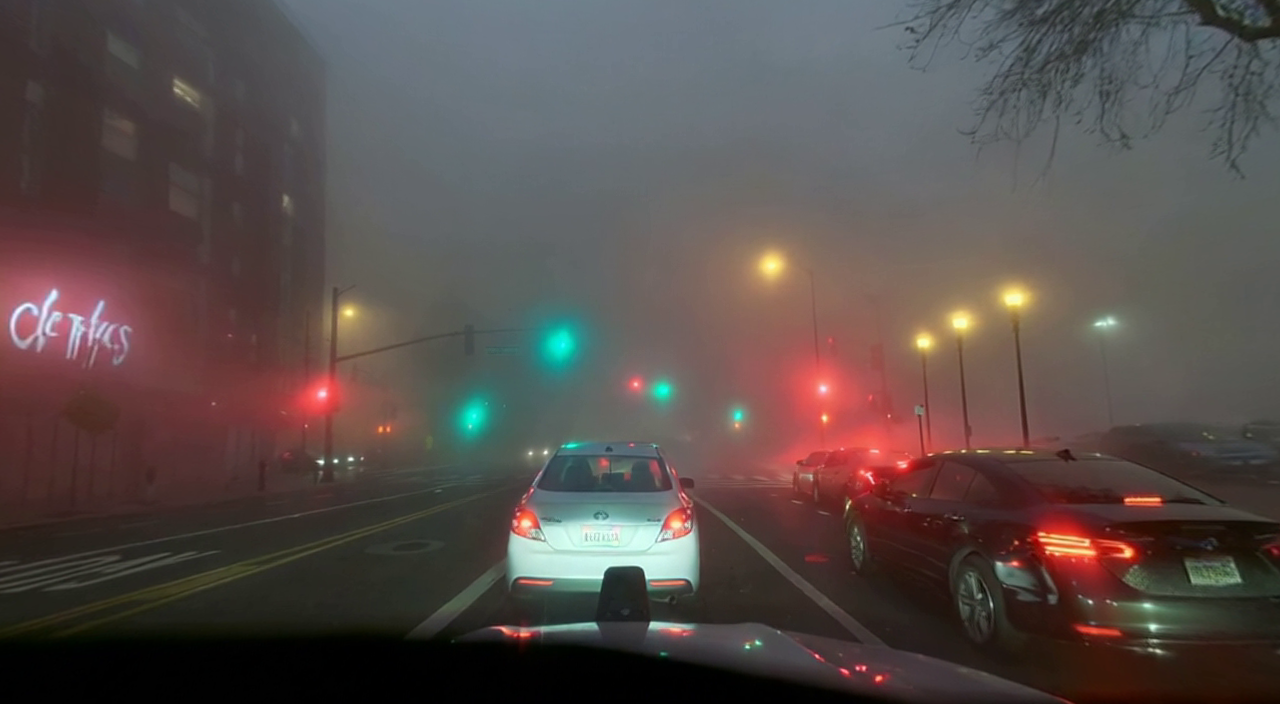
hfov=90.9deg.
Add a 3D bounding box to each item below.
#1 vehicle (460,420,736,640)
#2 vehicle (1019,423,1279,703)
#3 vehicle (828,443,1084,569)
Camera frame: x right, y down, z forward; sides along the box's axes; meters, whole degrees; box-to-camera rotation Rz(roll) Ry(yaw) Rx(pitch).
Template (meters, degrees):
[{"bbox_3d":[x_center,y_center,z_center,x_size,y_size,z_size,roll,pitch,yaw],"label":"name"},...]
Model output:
[{"bbox_3d":[-0.283,1.495,6.238,1.888,1.489,3.703,0,-8,0],"label":"vehicle"},{"bbox_3d":[3.178,0.830,1.106,2.006,1.496,4.767,0,-9,-1],"label":"vehicle"},{"bbox_3d":[4.537,2.214,10.042,1.912,1.505,4.618,-1,-8,4],"label":"vehicle"}]
